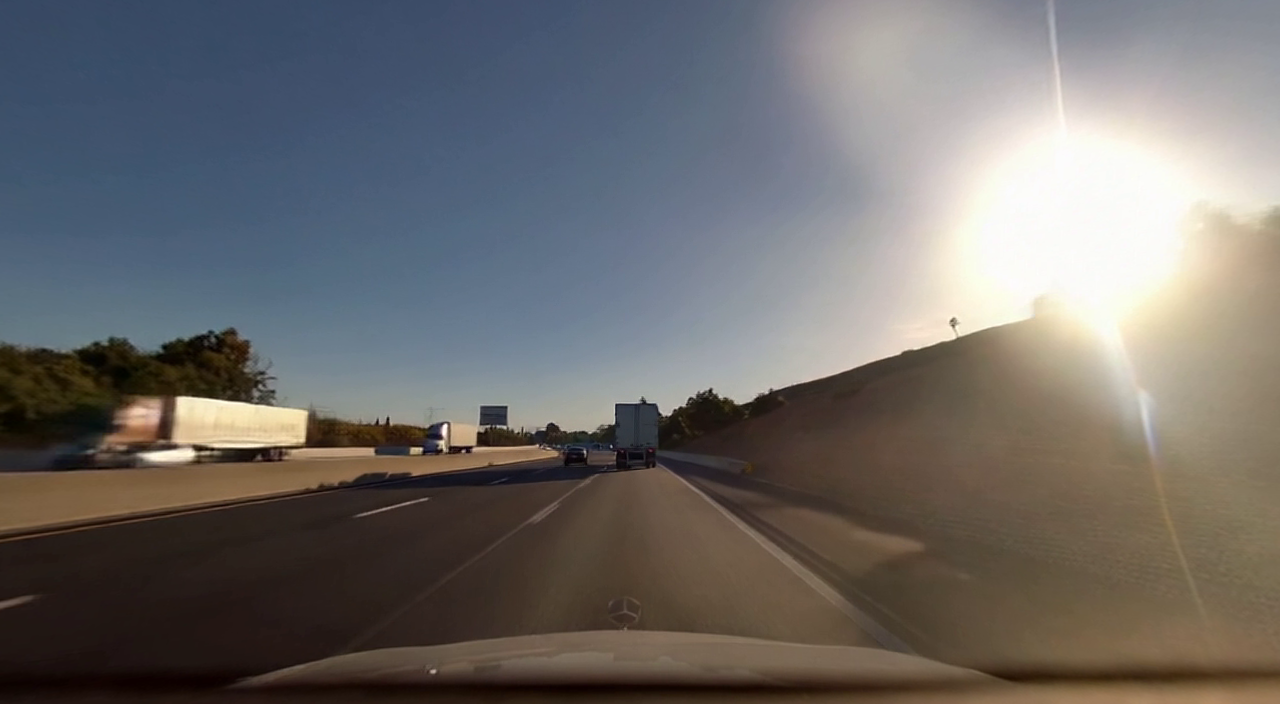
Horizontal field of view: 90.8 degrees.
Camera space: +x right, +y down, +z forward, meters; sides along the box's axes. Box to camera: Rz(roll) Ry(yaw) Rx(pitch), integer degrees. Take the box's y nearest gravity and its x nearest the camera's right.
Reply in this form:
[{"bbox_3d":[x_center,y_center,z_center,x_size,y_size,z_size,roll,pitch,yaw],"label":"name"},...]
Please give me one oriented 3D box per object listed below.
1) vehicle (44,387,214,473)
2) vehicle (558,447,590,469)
[{"bbox_3d":[-23.452,3.731,29.486,2.901,3.590,5.880,0,-9,-1],"label":"vehicle"},{"bbox_3d":[-4.716,7.625,45.641,1.892,1.471,5.047,0,-9,-1],"label":"vehicle"}]
